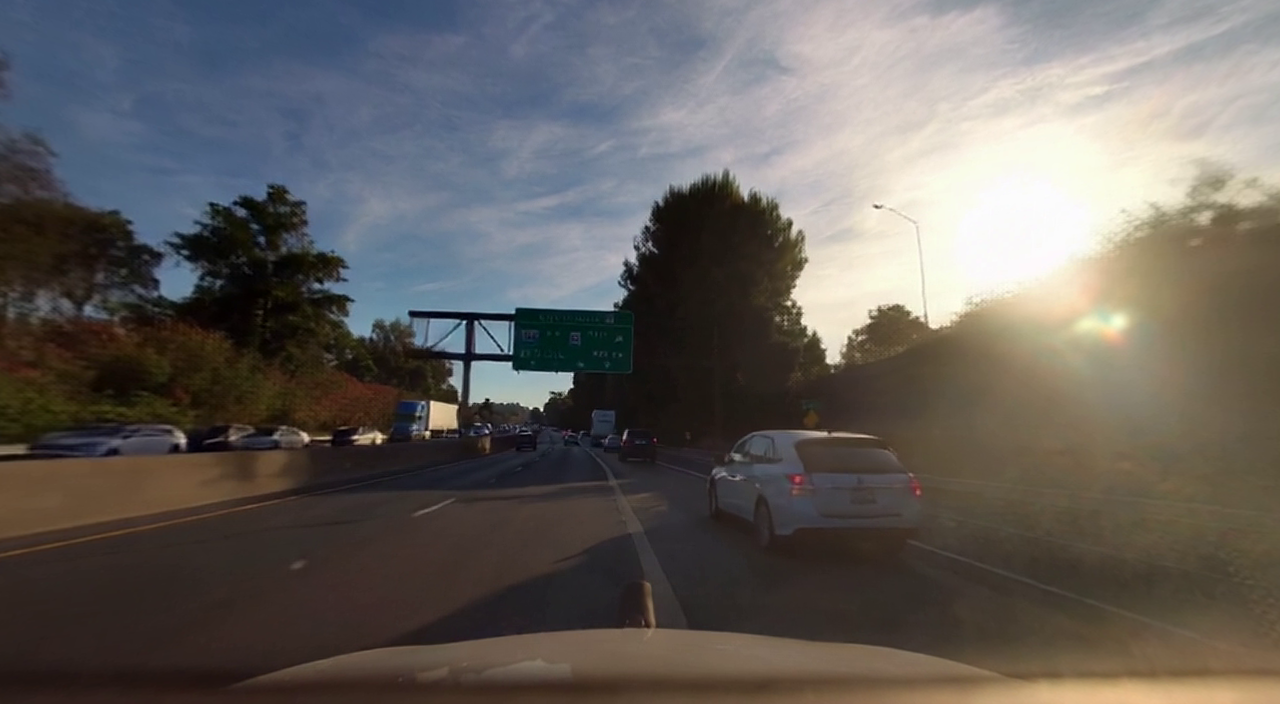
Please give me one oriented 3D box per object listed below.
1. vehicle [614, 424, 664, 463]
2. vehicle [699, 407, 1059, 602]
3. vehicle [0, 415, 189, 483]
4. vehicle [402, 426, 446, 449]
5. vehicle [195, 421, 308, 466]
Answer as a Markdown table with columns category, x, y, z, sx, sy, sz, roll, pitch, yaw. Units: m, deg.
| category | x | y | z | sx | sy | sz | roll | pitch | yaw |
| --- | --- | --- | --- | --- | --- | --- | --- | --- | --- |
| vehicle | -0.142 | 4.968 | 34.245 | 2.207 | 1.937 | 5.610 | 1 | -8 | -5 |
| vehicle | 2.111 | 1.508 | 7.228 | 2.127 | 1.497 | 4.445 | 1 | -8 | -4 |
| vehicle | -12.946 | 2.321 | 15.220 | 1.610 | 1.420 | 3.445 | 1 | -8 | -4 |
| vehicle | -15.611 | 6.220 | 45.633 | 1.921 | 1.507 | 4.664 | 0 | -8 | -5 |
| vehicle | -13.183 | 3.133 | 21.601 | 1.853 | 1.406 | 3.495 | 1 | -8 | -5 |
